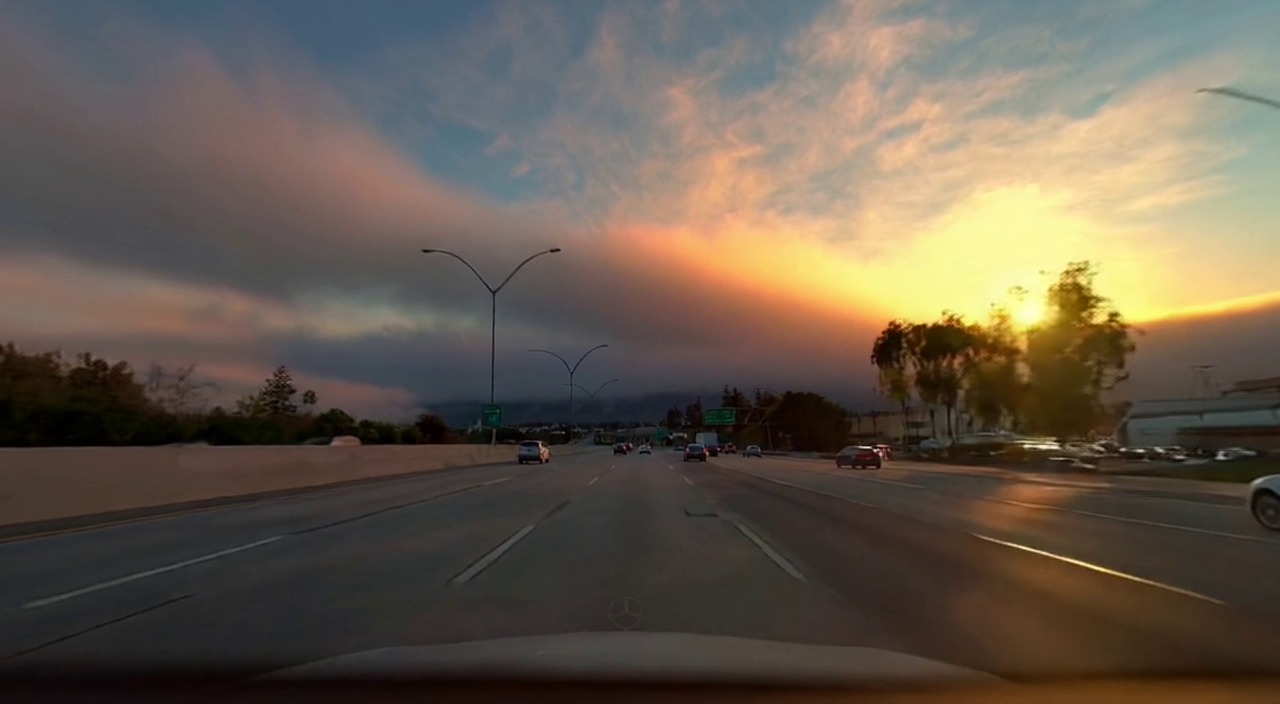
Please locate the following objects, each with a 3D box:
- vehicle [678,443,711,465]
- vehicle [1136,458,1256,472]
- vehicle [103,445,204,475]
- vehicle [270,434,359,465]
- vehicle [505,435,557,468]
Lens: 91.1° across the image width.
[{"bbox_3d":[3.758,7.108,44.046,1.950,1.453,3.378,0,-8,-1],"label":"vehicle"},{"bbox_3d":[43.723,8.872,49.591,6.546,0.925,2.669,-3,-9,21],"label":"vehicle"},{"bbox_3d":[-25.236,5.611,32.794,1.743,1.428,4.297,0,-9,1],"label":"vehicle"},{"bbox_3d":[-21.235,6.427,41.312,2.760,1.878,5.700,0,-9,1],"label":"vehicle"},{"bbox_3d":[-6.242,5.760,36.408,2.091,1.746,4.437,0,-9,1],"label":"vehicle"}]
